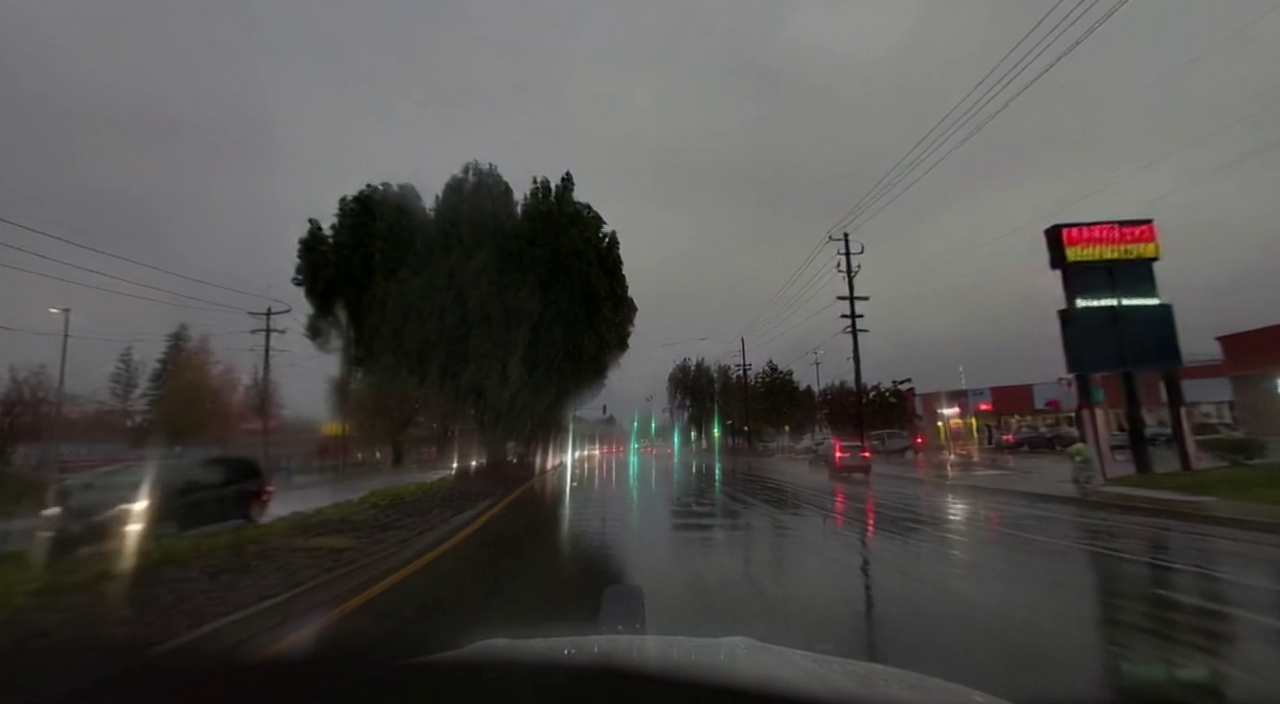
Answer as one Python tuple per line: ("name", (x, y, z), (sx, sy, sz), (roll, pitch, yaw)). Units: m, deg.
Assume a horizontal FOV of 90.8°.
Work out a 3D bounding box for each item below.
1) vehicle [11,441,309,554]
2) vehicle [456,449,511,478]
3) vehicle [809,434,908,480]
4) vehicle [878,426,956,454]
("vehicle", (-8.579, 2.567, 11.998), (2.113, 1.703, 4.459), (0, -8, 0))
("vehicle", (-8.591, 6.133, 35.085), (1.888, 1.454, 4.420), (0, -8, 0))
("vehicle", (9.320, 4.546, 27.570), (2.358, 1.785, 5.404), (0, -8, 0))
("vehicle", (21.342, 6.794, 48.690), (5.151, 1.780, 2.146), (-9, -9, 27))
